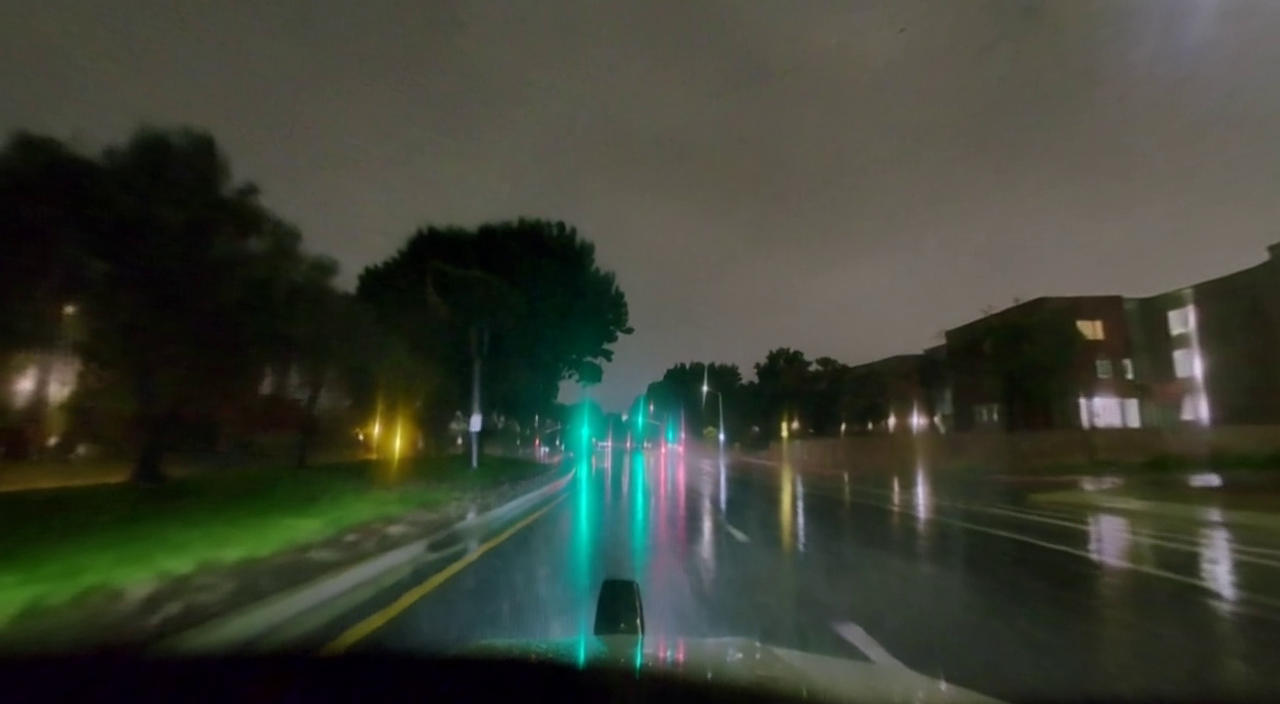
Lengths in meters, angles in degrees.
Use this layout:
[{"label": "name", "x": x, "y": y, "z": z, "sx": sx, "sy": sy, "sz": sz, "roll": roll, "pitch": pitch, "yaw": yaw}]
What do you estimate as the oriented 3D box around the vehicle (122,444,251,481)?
[{"label": "vehicle", "x": -18.893, "y": 4.625, "z": 26.572, "sx": 2.637, "sy": 1.401, "sz": 3.741, "roll": 0, "pitch": -9, "yaw": 0}]
